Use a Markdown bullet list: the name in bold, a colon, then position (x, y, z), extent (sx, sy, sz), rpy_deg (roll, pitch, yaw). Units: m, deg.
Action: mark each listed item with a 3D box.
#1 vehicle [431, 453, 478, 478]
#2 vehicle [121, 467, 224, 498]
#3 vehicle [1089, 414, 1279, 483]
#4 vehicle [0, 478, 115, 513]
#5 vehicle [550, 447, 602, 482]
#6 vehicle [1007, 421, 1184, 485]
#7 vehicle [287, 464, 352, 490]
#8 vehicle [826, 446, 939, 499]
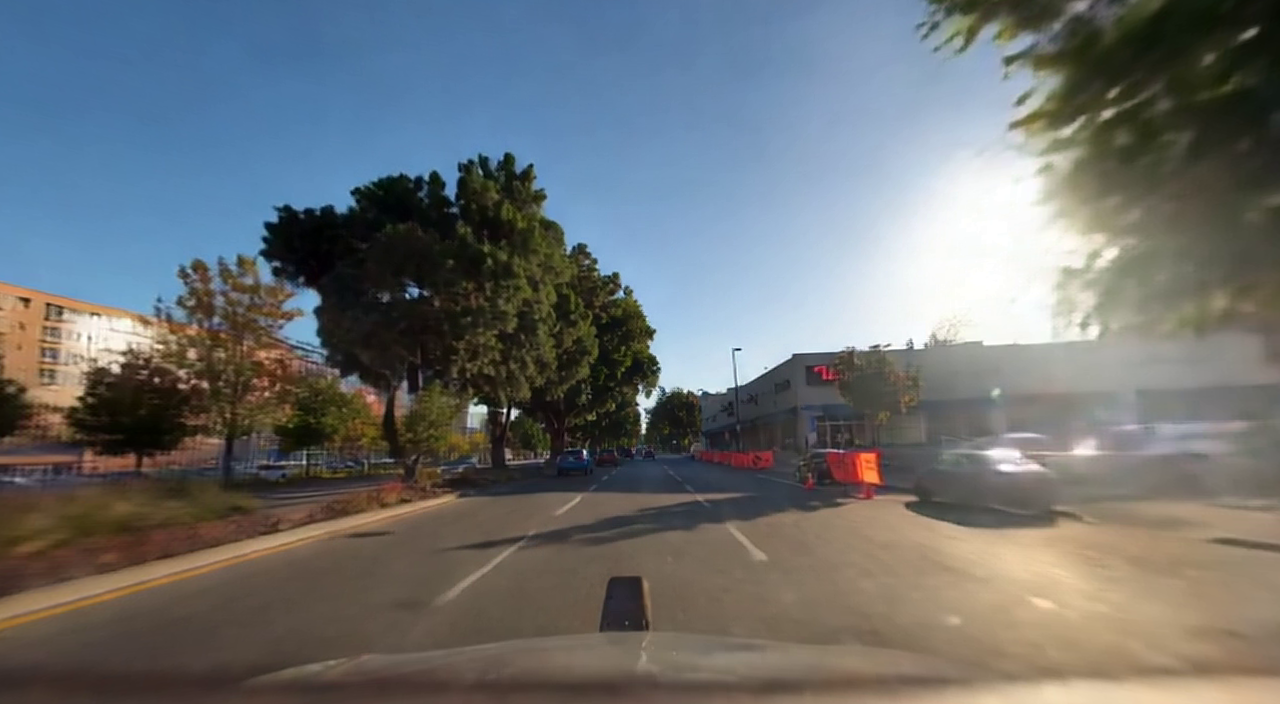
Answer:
- **vehicle**: position (-12.018, 7.325, 41.020), extent (1.797, 1.510, 3.919), rpy_deg (-1, -9, 1)
- **vehicle**: position (-29.648, 8.209, 40.029), extent (4.947, 1.683, 1.968), rpy_deg (8, -12, -42)
- **vehicle**: position (16.009, 2.867, 18.752), extent (1.984, 1.774, 4.406), rpy_deg (0, -9, -1)
- **vehicle**: position (-30.113, 7.334, 32.375), extent (4.640, 1.477, 1.892), rpy_deg (6, -12, -37)
- **vehicle**: position (-2.812, 5.075, 28.633), extent (1.926, 1.442, 4.231), rpy_deg (0, -9, 0)
- **vehicle**: position (13.449, 3.046, 19.069), extent (1.916, 1.683, 4.516), rpy_deg (0, -9, 0)
- **vehicle**: position (-21.963, 8.598, 43.459), extent (1.955, 1.447, 4.911), rpy_deg (-3, -9, 0)
- **vehicle**: position (7.364, 3.655, 19.644), extent (1.799, 1.399, 4.317), rpy_deg (-1, -8, 0)
